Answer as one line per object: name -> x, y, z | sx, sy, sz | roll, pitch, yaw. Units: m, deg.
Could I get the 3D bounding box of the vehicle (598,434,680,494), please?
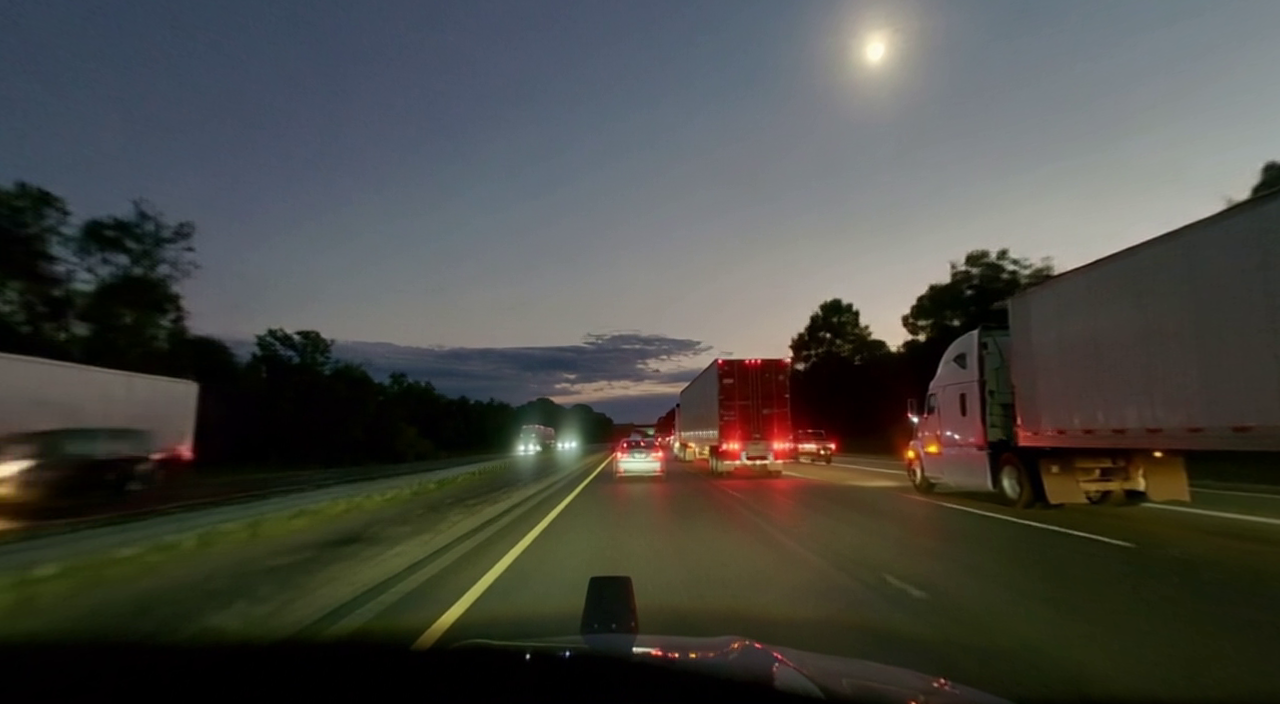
vehicle -> -0.077, 3.053, 17.653 | 2.038, 1.477, 3.773 | 0, -8, -2

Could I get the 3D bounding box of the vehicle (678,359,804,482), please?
vehicle -> 3.802, 3.203, 28.182 | 2.888, 4.099, 14.183 | 0, -8, -2

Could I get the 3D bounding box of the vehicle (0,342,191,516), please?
vehicle -> -16.516, 1.716, 14.078 | 2.951, 4.048, 14.085 | 0, -8, -2

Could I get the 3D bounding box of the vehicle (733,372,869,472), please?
vehicle -> 7.671, 3.801, 33.044 | 2.876, 4.111, 14.145 | 0, -8, -2

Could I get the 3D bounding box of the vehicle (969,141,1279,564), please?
vehicle -> 8.155, -0.187, 5.065 | 3.110, 4.308, 14.260 | 0, -8, -1
